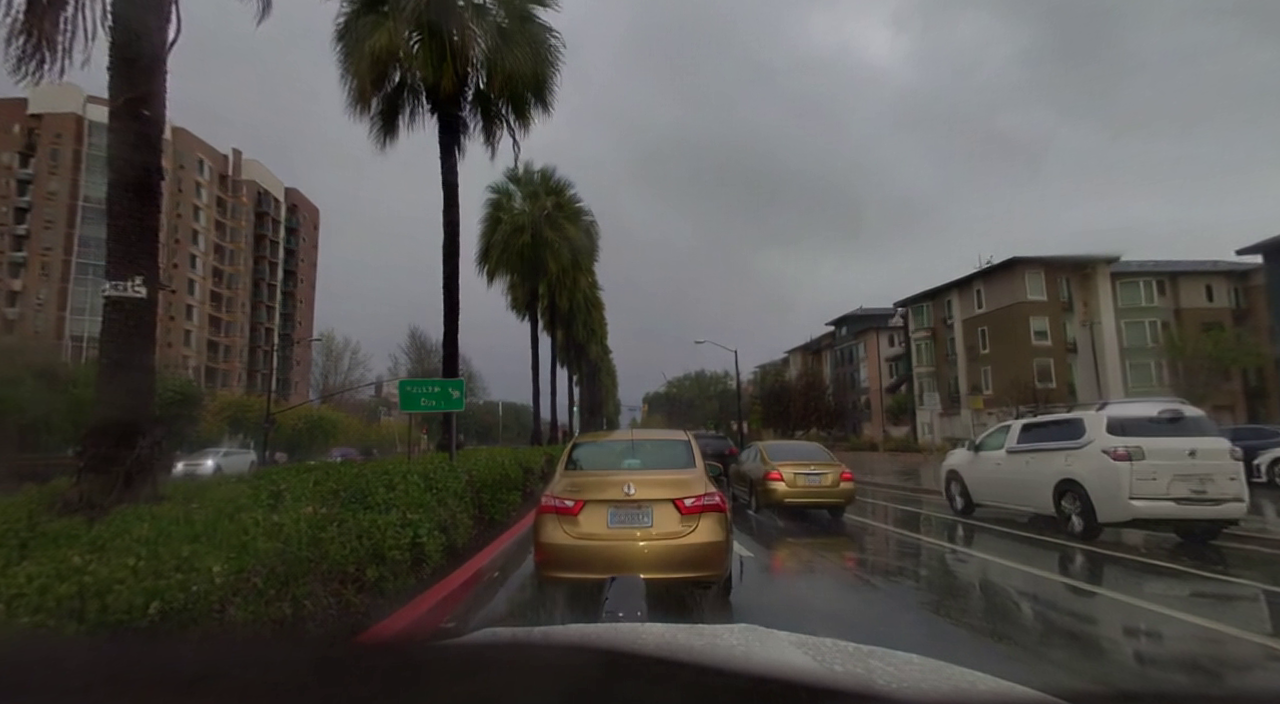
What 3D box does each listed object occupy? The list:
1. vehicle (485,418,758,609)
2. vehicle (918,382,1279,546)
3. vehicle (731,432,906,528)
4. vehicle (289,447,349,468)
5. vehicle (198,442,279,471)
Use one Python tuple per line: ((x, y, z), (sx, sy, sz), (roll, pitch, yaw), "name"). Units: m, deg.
((-0.154, 1.577, 7.052), (2.158, 1.498, 3.919), (0, -8, 0), "vehicle")
((7.194, 1.839, 10.911), (2.254, 2.072, 5.577), (0, -8, 1), "vehicle")
((3.085, 2.310, 12.036), (1.925, 1.451, 4.436), (0, -8, -2), "vehicle")
((-23.877, 7.841, 47.235), (1.972, 1.425, 4.765), (0, -8, 0), "vehicle")
((-28.342, 7.348, 44.842), (2.115, 1.884, 5.481), (0, -8, 0), "vehicle")
